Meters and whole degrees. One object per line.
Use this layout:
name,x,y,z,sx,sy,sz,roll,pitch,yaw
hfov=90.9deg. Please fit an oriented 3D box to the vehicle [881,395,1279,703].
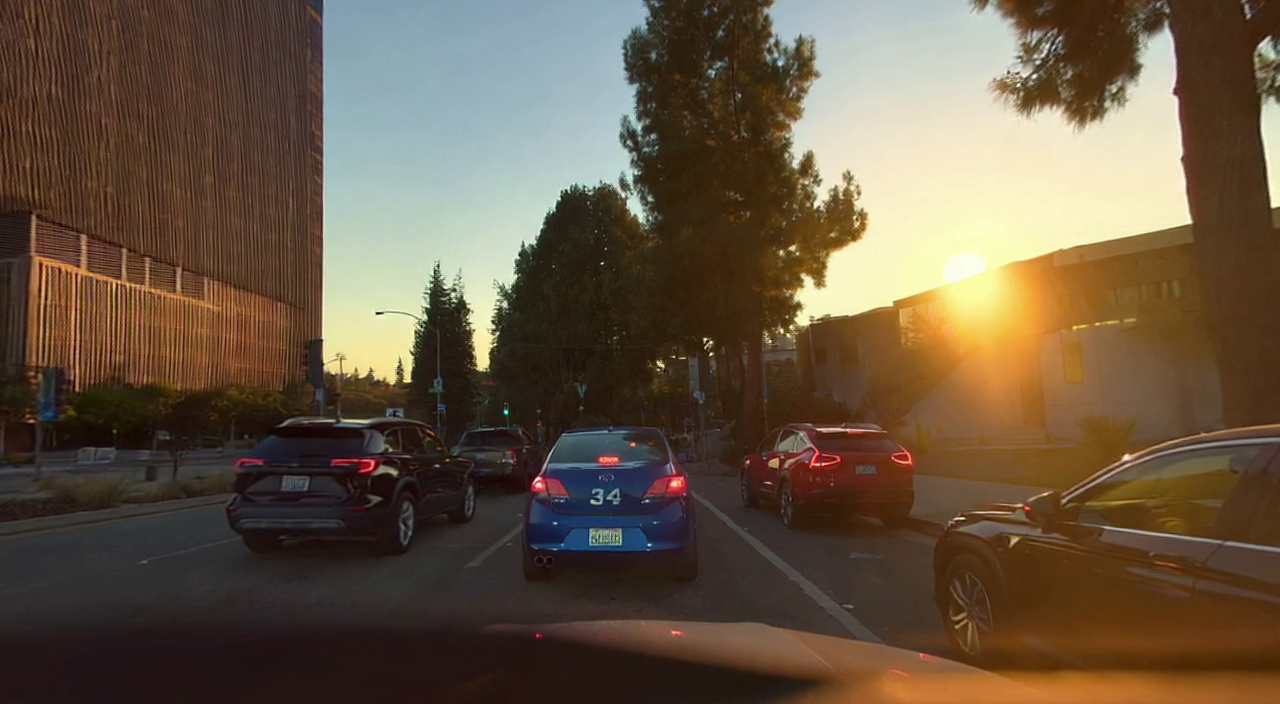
vehicle,3.241,1.070,3.415,2.045,1.459,4.462,0,-8,-1

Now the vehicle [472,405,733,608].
vehicle,-0.352,1.585,7.423,2.114,1.631,4.459,0,-8,-1

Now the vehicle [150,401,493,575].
vehicle,-3.751,1.710,8.743,2.141,1.718,4.809,0,-8,1

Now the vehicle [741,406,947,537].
vehicle,3.341,2.083,11.539,2.117,1.879,4.715,0,-8,-1
